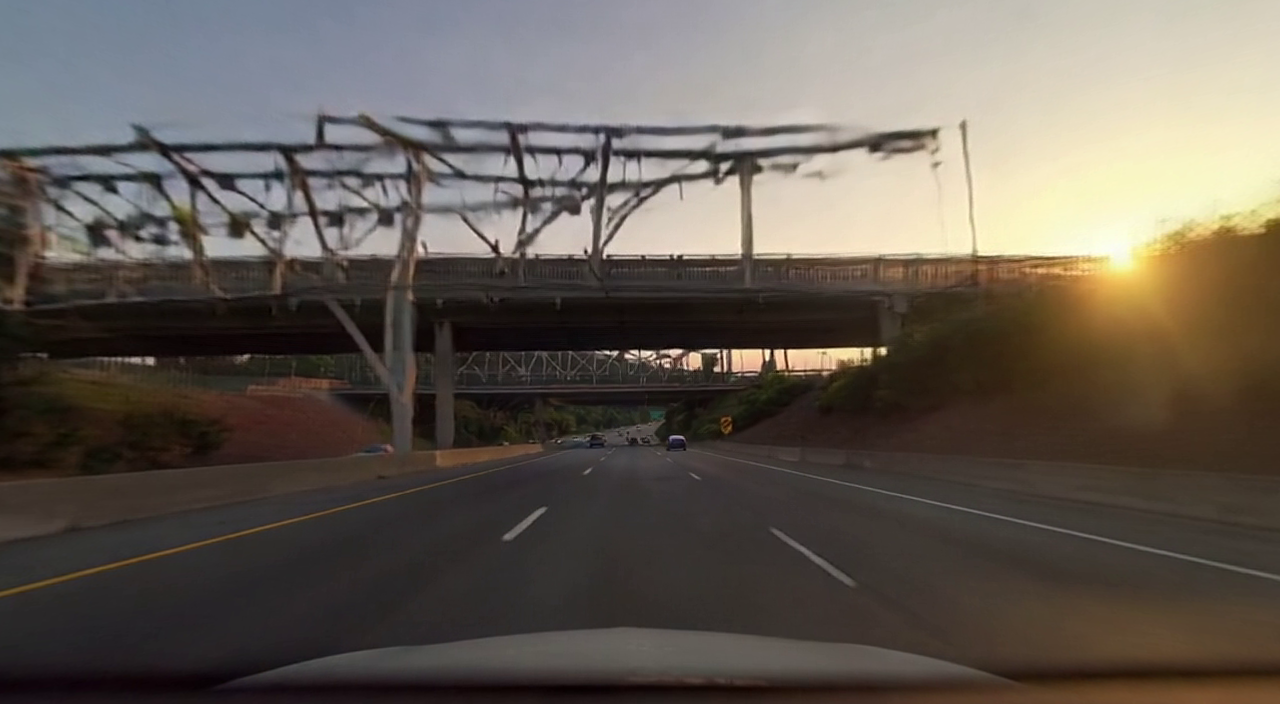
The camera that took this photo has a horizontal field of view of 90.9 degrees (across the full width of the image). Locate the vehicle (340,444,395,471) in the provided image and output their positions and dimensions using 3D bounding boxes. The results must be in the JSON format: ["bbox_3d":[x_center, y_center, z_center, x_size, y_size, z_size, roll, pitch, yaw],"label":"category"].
[{"bbox_3d":[-17.169,6.643,39.919,1.797,1.528,3.922,0,-8,-1],"label":"vehicle"}]
